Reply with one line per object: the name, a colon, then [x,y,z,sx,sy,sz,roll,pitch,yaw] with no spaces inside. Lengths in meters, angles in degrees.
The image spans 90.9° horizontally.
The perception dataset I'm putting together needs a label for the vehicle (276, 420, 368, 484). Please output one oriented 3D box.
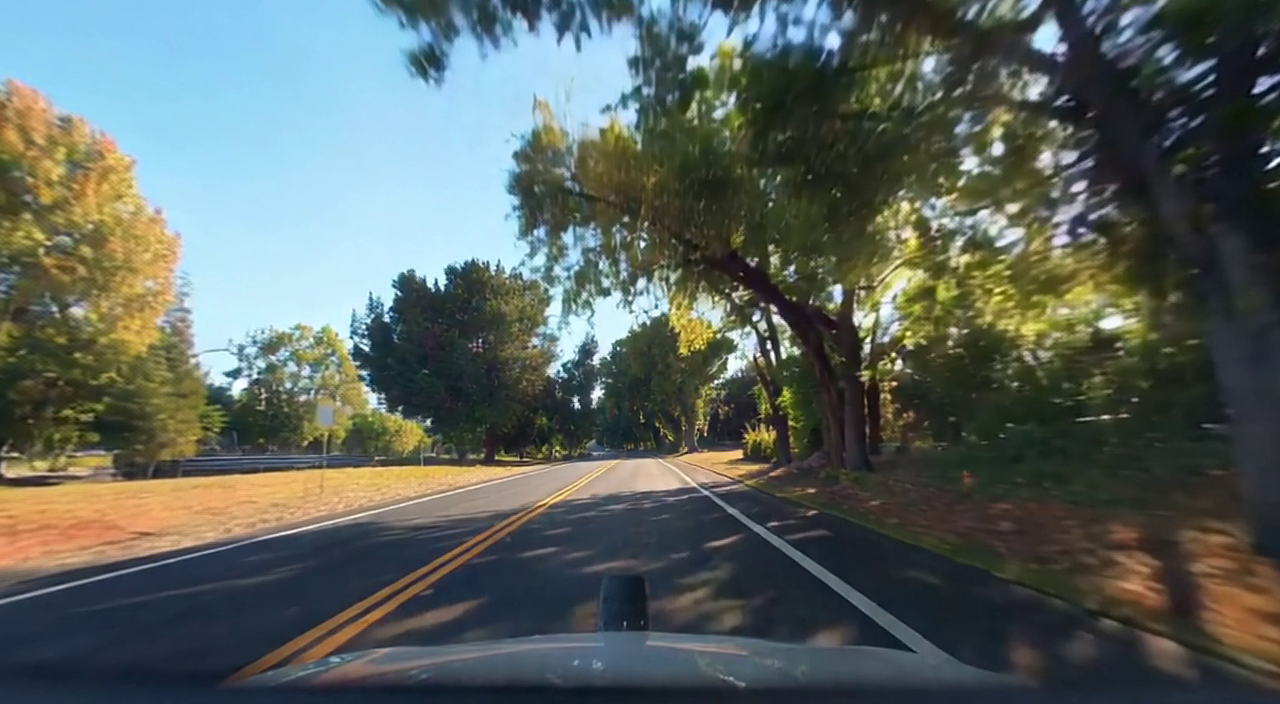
vehicle: [-23.213,7.364,46.590,3.118,4.309,6.820,0,-8,0]
